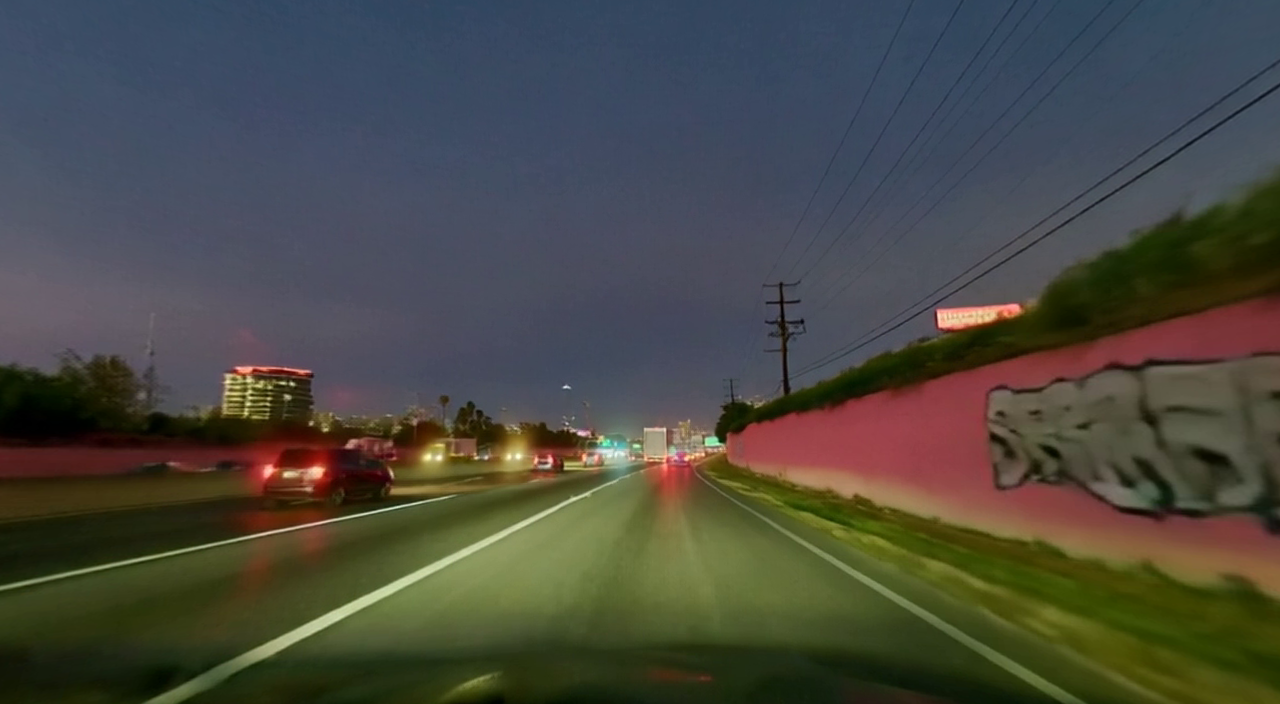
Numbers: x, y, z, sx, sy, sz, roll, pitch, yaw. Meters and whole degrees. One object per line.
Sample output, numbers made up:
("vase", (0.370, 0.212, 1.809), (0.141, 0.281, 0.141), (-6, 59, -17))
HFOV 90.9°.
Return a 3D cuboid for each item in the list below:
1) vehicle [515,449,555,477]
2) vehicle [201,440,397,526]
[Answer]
("vehicle", (-6.034, 6.392, 36.426), (1.708, 1.489, 2.840), (-1, -9, 3))
("vehicle", (-7.096, 2.737, 13.665), (1.966, 1.565, 3.766), (-1, -9, 3))
